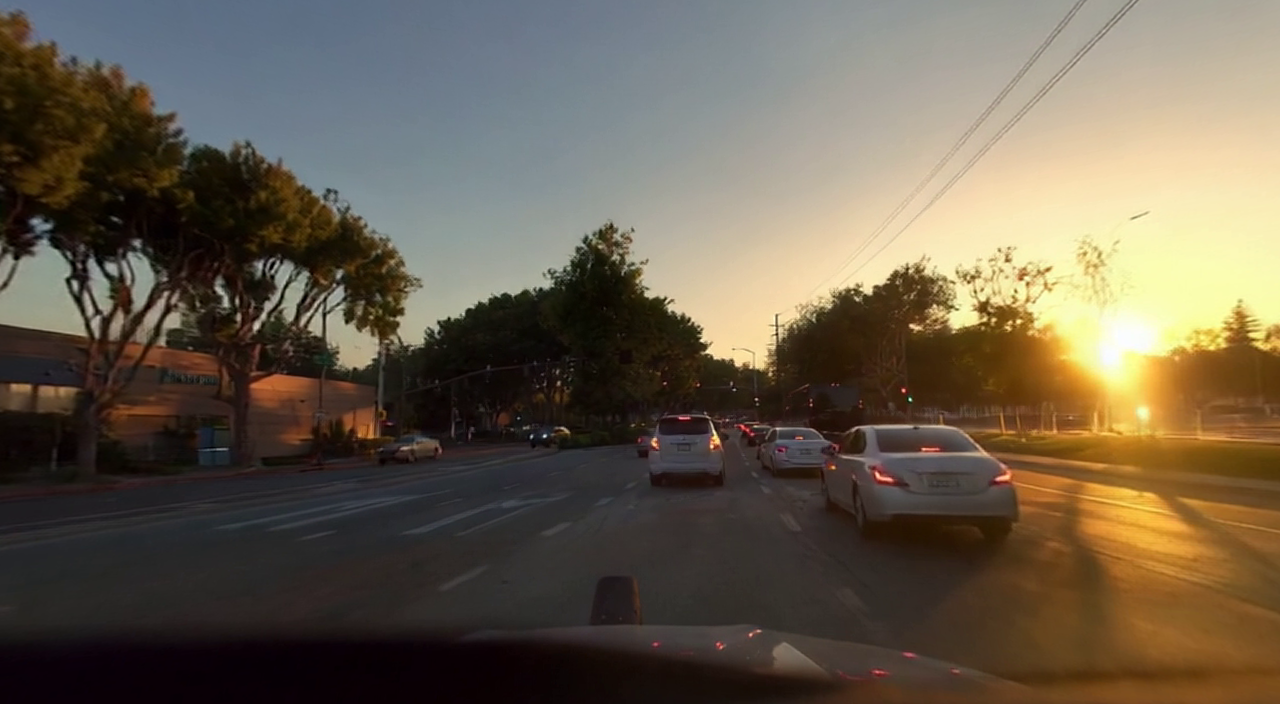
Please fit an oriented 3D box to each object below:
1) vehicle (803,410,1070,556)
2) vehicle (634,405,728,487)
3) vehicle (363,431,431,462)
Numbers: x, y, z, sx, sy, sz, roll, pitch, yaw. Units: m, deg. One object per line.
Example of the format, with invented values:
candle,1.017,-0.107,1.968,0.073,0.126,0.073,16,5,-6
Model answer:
vehicle,3.700,1.723,8.981,2.109,1.500,4.585,-1,-9,8
vehicle,1.246,2.550,17.028,2.188,1.892,4.488,-1,-9,8
vehicle,-14.463,5.663,37.774,1.950,1.713,4.406,-1,-9,6
